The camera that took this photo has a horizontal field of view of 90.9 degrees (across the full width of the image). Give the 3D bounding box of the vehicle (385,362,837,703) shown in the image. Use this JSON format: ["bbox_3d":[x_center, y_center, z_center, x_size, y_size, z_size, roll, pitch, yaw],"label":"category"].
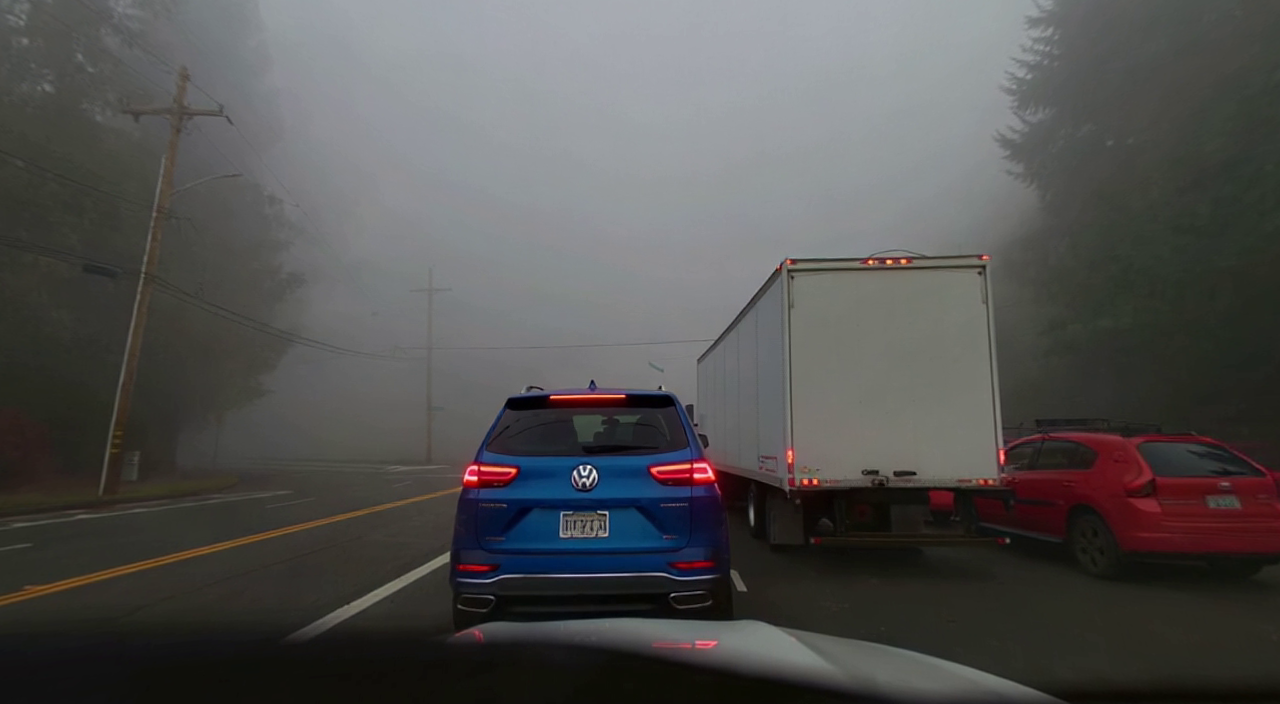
[{"bbox_3d":[-0.130,1.223,5.141,2.114,1.732,4.230,0,-8,0],"label":"vehicle"}]

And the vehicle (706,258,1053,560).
[{"bbox_3d":[3.227,1.251,11.833,2.915,3.559,8.848,0,-8,-1],"label":"vehicle"}]

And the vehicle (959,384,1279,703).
[{"bbox_3d":[2.829,0.747,1.196,1.971,1.484,4.728,0,-8,0],"label":"vehicle"}]
